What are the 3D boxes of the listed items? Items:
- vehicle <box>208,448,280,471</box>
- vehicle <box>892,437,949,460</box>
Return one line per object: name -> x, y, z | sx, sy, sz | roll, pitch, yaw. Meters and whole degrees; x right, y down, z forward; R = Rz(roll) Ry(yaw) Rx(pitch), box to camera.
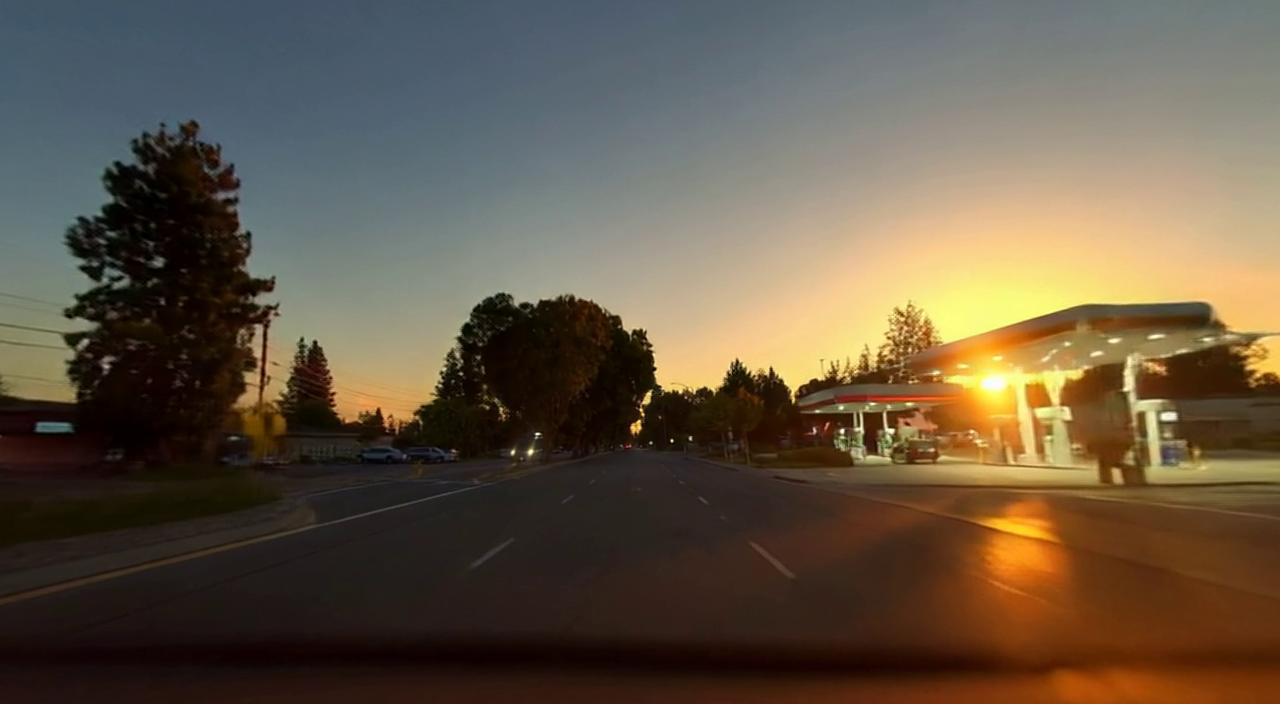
vehicle -> -31.088, 8.451, 49.672 | 4.290, 1.701, 2.002 | 0, -9, -3
vehicle -> 19.224, 6.630, 43.468 | 1.994, 1.452, 4.227 | 0, -9, 0
